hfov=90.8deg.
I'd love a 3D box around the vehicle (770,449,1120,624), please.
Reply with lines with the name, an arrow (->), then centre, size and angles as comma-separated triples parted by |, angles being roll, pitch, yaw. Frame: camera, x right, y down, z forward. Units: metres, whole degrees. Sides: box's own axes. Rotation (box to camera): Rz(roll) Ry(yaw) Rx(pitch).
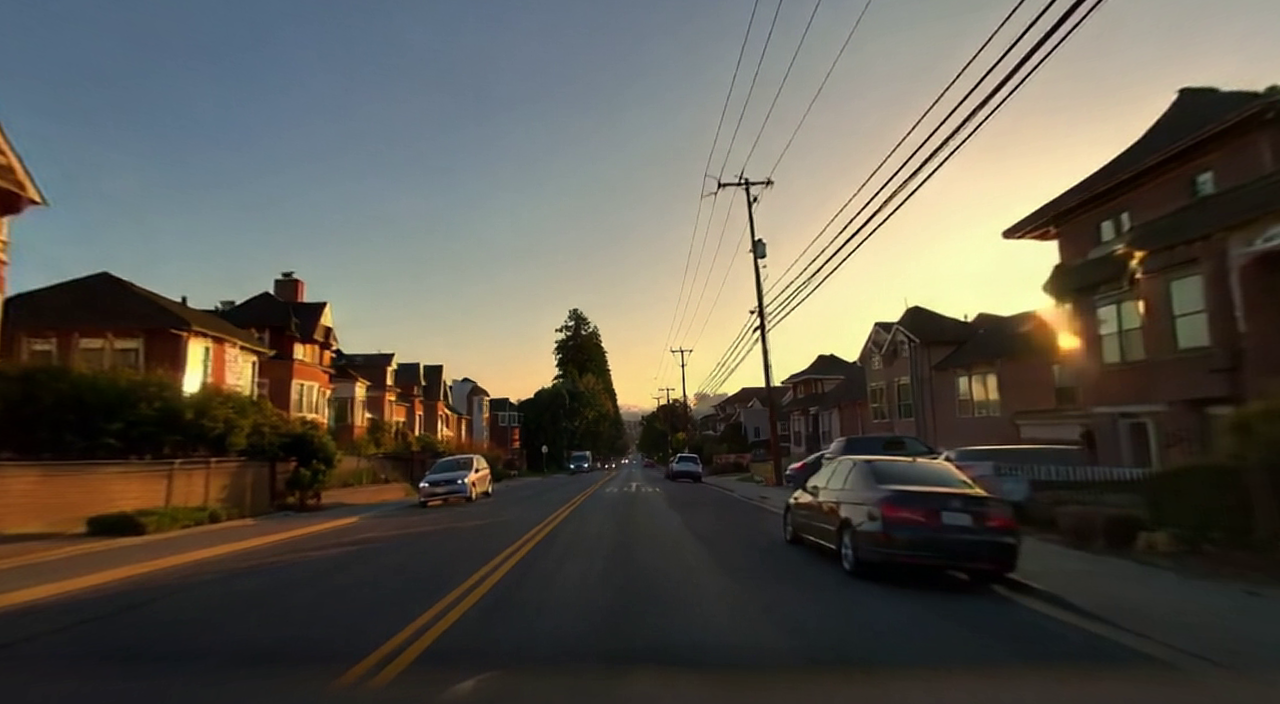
vehicle -> 3.201, 1.990, 7.885 | 2.076, 1.513, 4.305 | 0, -9, -2

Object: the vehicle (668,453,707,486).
vehicle -> 2.719, 6.855, 37.151 | 1.945, 1.792, 3.903 | 0, -9, -1

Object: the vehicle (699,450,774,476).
vehicle -> 7.156, 8.323, 47.457 | 5.288, 1.871, 2.148 | 0, -9, 0

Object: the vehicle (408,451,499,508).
vehicle -> -6.585, 4.530, 22.875 | 2.056, 1.741, 4.532 | -2, -10, -2
